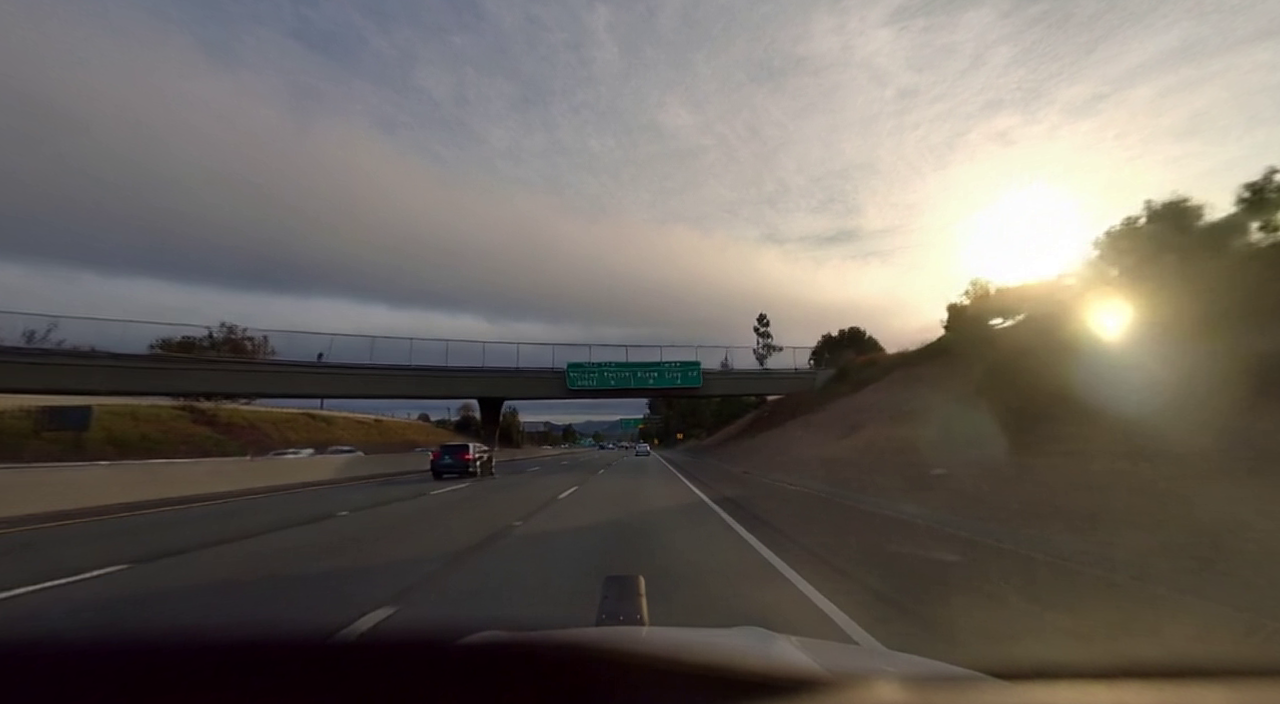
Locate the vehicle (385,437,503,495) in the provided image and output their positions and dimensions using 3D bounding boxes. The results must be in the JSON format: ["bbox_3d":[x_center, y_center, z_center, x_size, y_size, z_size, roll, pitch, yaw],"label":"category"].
[{"bbox_3d":[-5.785,3.424,19.338,1.916,1.545,4.757,0,-8,2],"label":"vehicle"}]

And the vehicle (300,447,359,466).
[{"bbox_3d":[-24.334,8.171,49.542,2.118,1.401,4.761,0,-9,2],"label":"vehicle"}]
